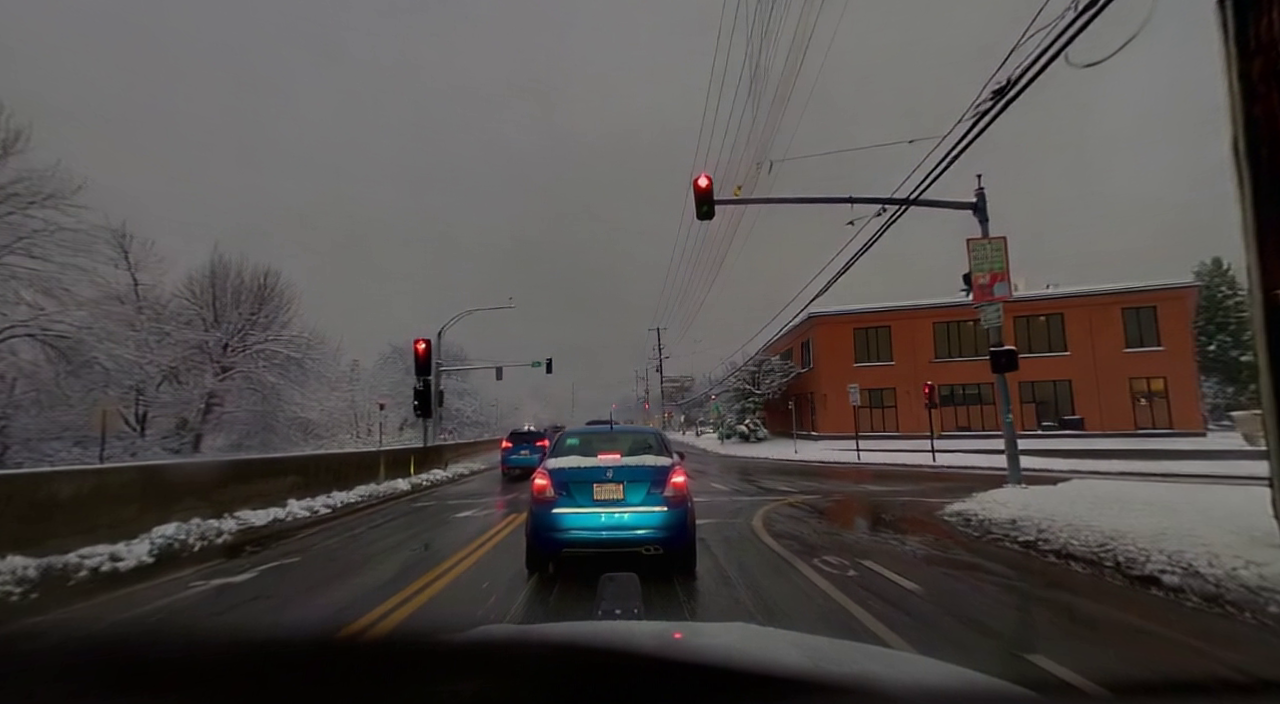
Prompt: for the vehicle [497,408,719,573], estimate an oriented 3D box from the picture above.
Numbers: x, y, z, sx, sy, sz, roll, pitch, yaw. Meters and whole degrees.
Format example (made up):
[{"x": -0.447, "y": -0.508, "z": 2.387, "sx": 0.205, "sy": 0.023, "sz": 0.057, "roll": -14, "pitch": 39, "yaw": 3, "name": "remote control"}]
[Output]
[{"x": -0.302, "y": 1.583, "z": 7.940, "sx": 2.123, "sy": 1.566, "sz": 3.662, "roll": 0, "pitch": -8, "yaw": 0, "name": "vehicle"}]
